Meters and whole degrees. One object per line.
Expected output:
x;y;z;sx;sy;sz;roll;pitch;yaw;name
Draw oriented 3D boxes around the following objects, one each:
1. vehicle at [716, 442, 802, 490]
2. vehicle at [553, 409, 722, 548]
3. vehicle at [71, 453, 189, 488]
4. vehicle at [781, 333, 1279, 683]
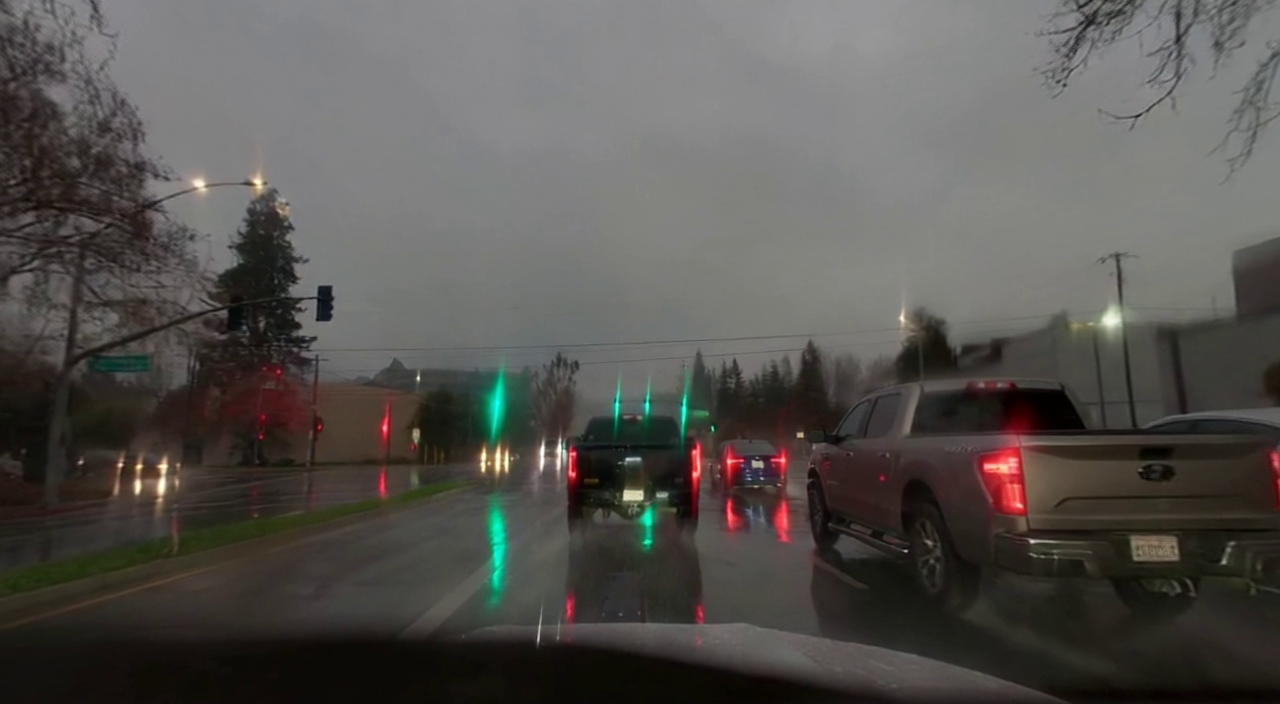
3.926;3.836;21.661;1.995;1.456;4.372;0;-8;-1;vehicle
-0.097;2.045;10.947;2.240;1.821;5.001;0;-8;-2;vehicle
-26.568;6.152;33.131;4.437;1.669;1.936;5;-10;-30;vehicle
3.314;1.271;6.436;2.412;1.953;5.682;0;-8;0;vehicle
